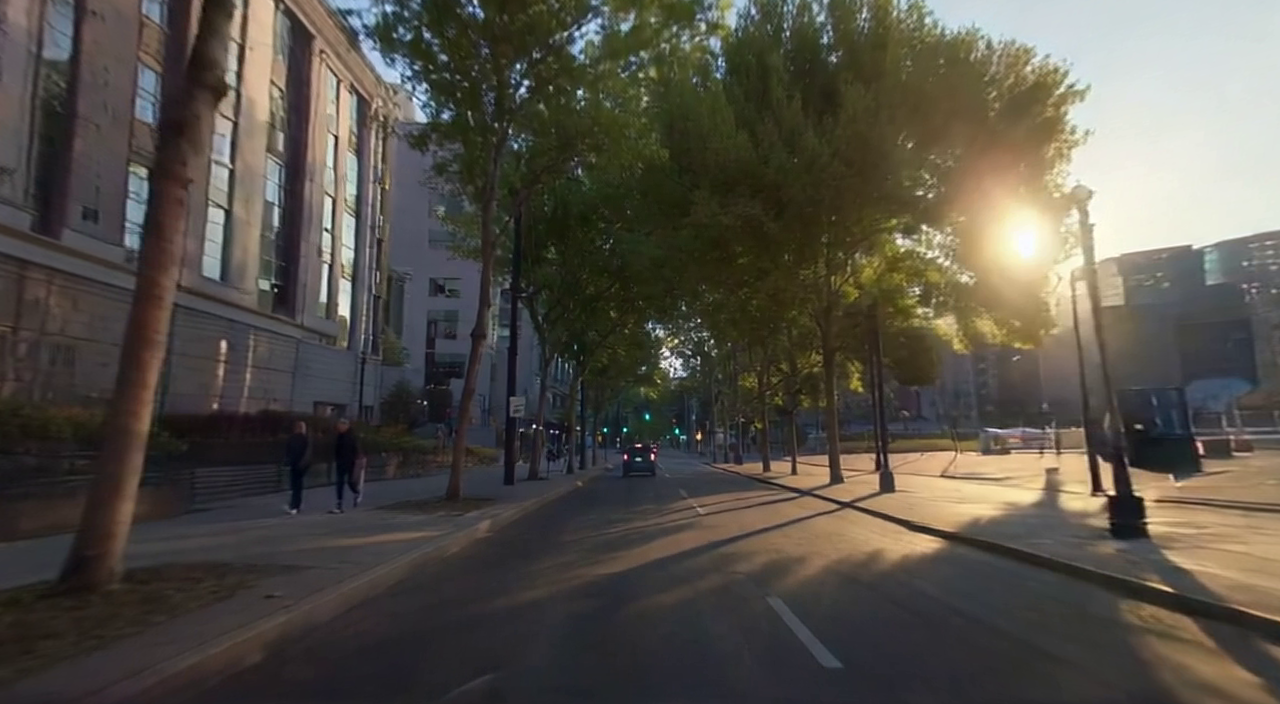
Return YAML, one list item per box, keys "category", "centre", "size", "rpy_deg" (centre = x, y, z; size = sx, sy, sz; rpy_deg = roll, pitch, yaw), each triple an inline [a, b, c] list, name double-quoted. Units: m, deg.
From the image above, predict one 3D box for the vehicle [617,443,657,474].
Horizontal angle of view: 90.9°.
- category: "vehicle"
  centre: [-0.157, 5.884, 35.060]
  size: [2.079, 1.621, 3.861]
  rpy_deg: [0, -9, 0]
